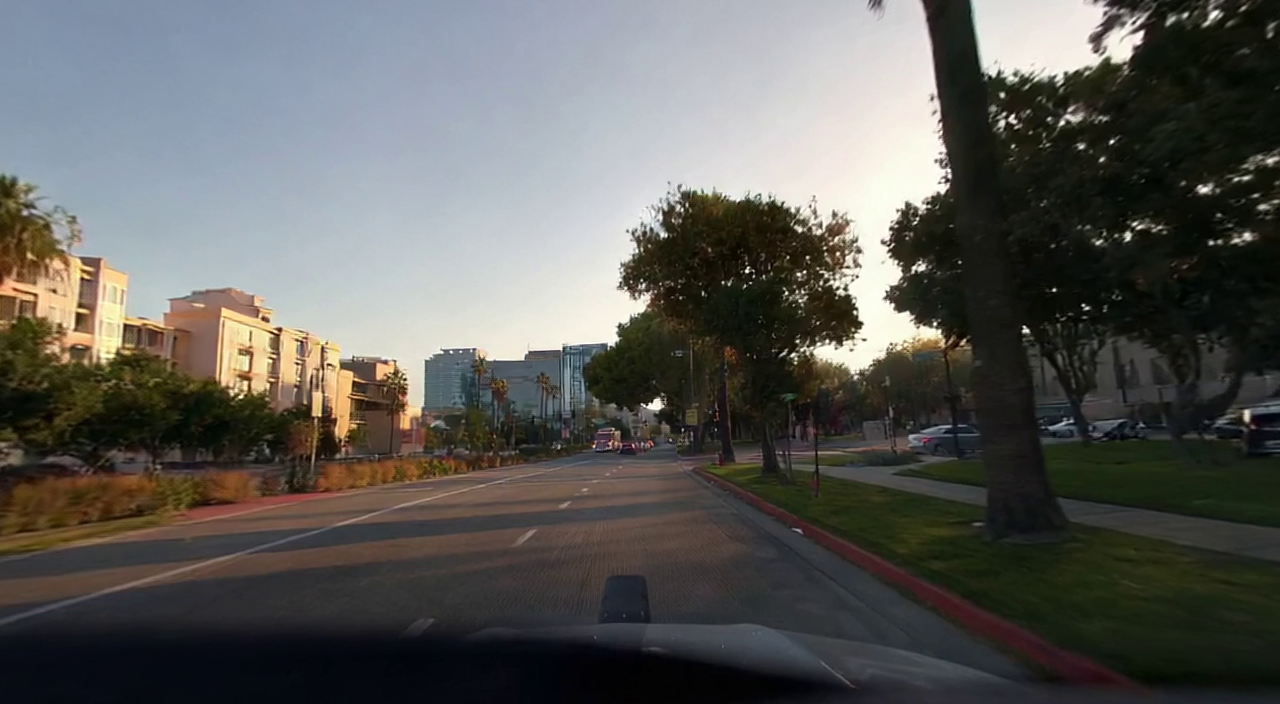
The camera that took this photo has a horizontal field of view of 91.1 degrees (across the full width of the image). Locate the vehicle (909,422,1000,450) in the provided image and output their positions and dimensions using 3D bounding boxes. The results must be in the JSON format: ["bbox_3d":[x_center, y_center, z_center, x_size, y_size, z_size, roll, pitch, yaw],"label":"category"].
[{"bbox_3d":[16.753,4.490,33.512,3.945,1.463,1.684,1,-8,-5],"label":"vehicle"}]

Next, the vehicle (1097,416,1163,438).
[{"bbox_3d":[37.024,5.730,47.561,1.794,1.535,4.466,-1,-8,6],"label":"vehicle"}]
